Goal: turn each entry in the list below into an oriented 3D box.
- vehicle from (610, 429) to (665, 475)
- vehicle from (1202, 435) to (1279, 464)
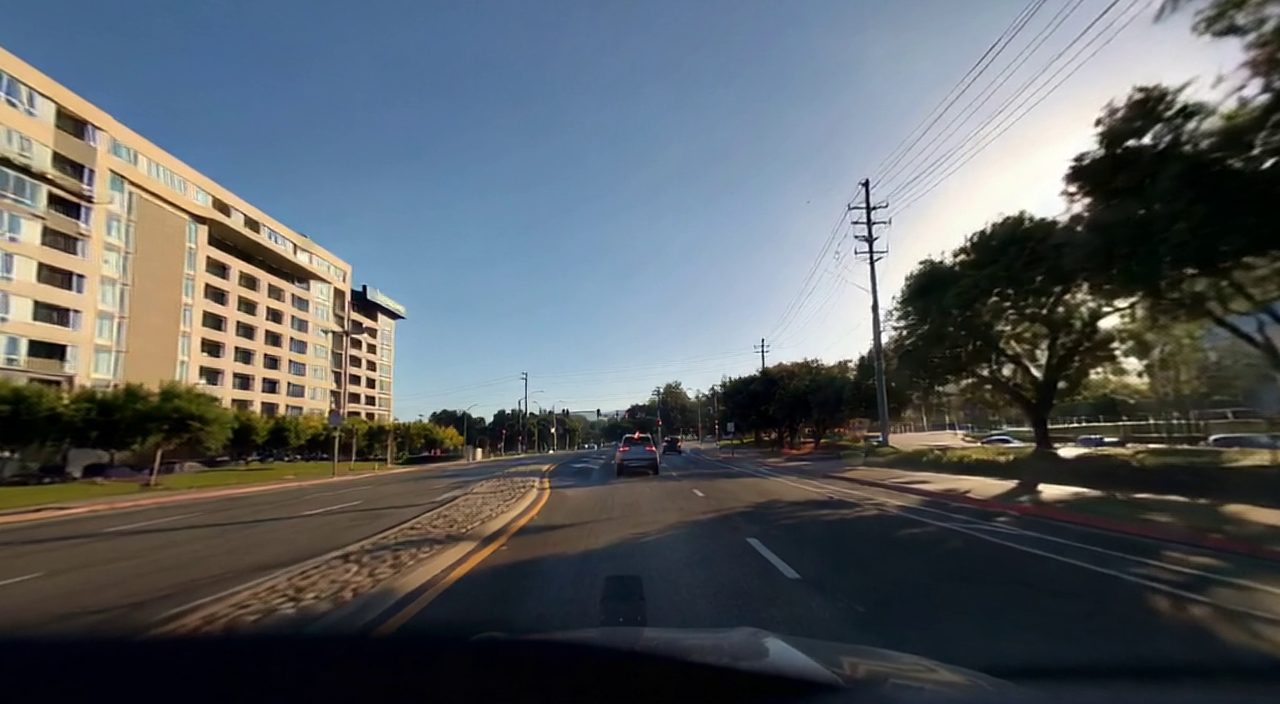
[{"bbox_3d":[-0.114,4.275,27.122,2.189,1.776,4.342,0,-9,0],"label":"vehicle"},{"bbox_3d":[31.137,4.941,32.120,1.610,1.397,3.842,-1,-9,2],"label":"vehicle"}]
